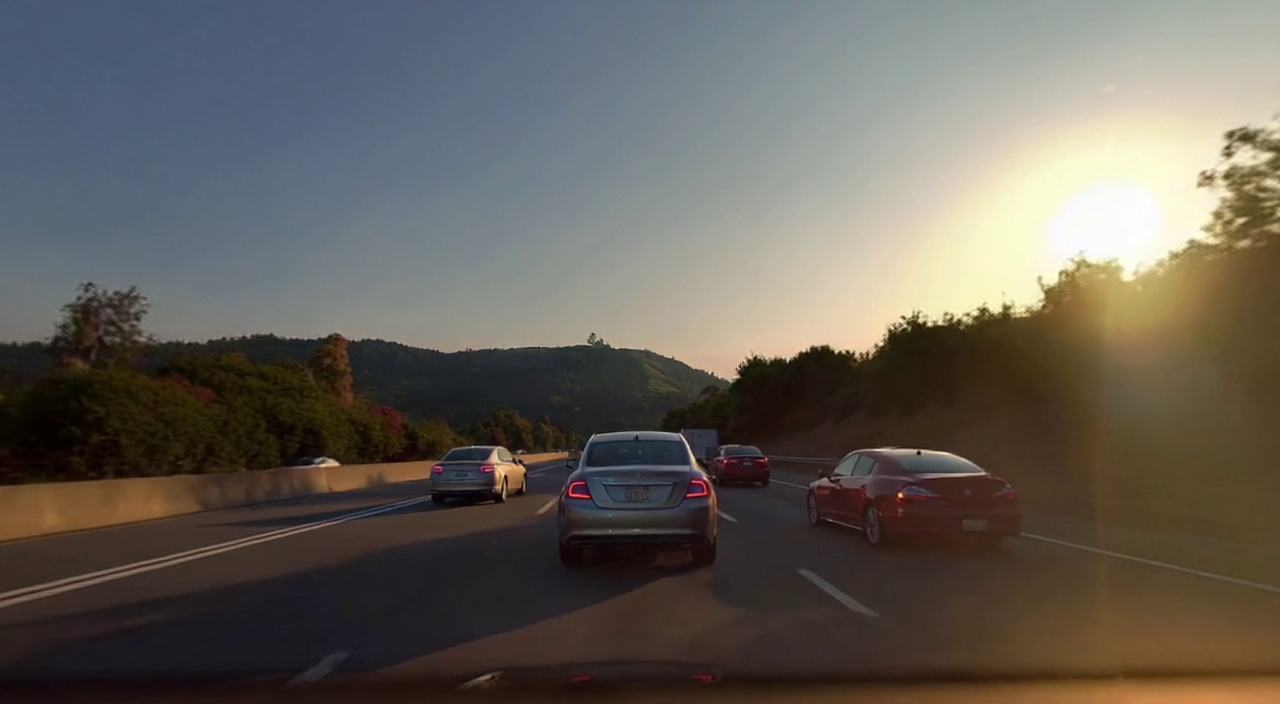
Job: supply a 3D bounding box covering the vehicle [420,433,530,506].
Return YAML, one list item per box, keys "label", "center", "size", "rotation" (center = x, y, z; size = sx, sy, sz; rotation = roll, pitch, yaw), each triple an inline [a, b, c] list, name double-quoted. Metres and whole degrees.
- label: "vehicle"
  center: [-4.250, 3.100, 16.931]
  size: [1.890, 1.708, 3.844]
  rotation: [0, -9, 0]

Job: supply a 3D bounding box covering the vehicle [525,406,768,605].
- label: "vehicle"
  center: [0.010, 1.620, 7.421]
  size: [2.093, 1.695, 3.782]
  rotation: [0, -9, -2]

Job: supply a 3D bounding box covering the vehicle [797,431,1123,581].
- label: "vehicle"
  center: [3.684, 1.856, 8.440]
  size: [1.953, 1.434, 4.511]
  rotation: [0, -9, -1]
